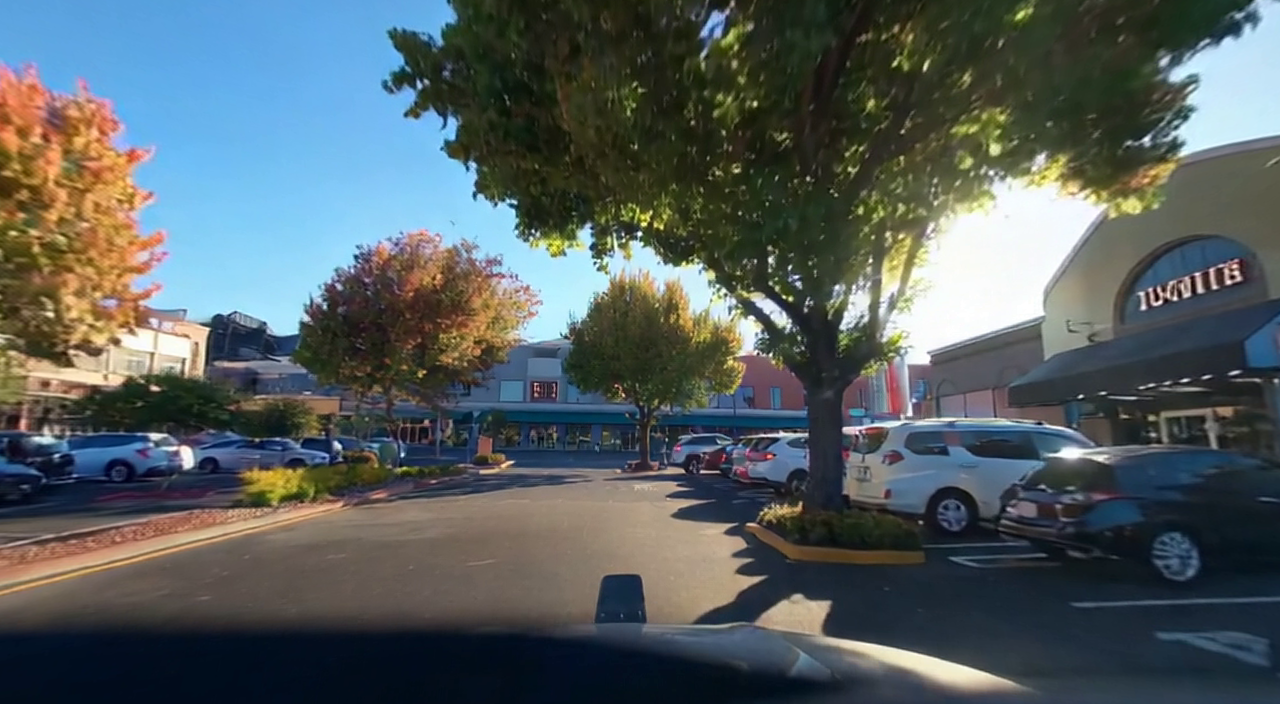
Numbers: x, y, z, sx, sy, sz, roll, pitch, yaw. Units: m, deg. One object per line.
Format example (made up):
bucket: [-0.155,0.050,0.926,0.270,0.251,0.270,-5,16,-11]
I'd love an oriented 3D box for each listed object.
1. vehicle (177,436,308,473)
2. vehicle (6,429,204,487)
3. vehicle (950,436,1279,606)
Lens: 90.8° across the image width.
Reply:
vehicle: [-17.548,4.496,27.977,4.651,1.494,1.914,6,-10,-37]
vehicle: [-15.726,3.099,18.802,4.197,1.526,1.977,7,-11,-40]
vehicle: [5.968,1.653,6.752,4.298,1.476,1.921,1,-8,-5]
